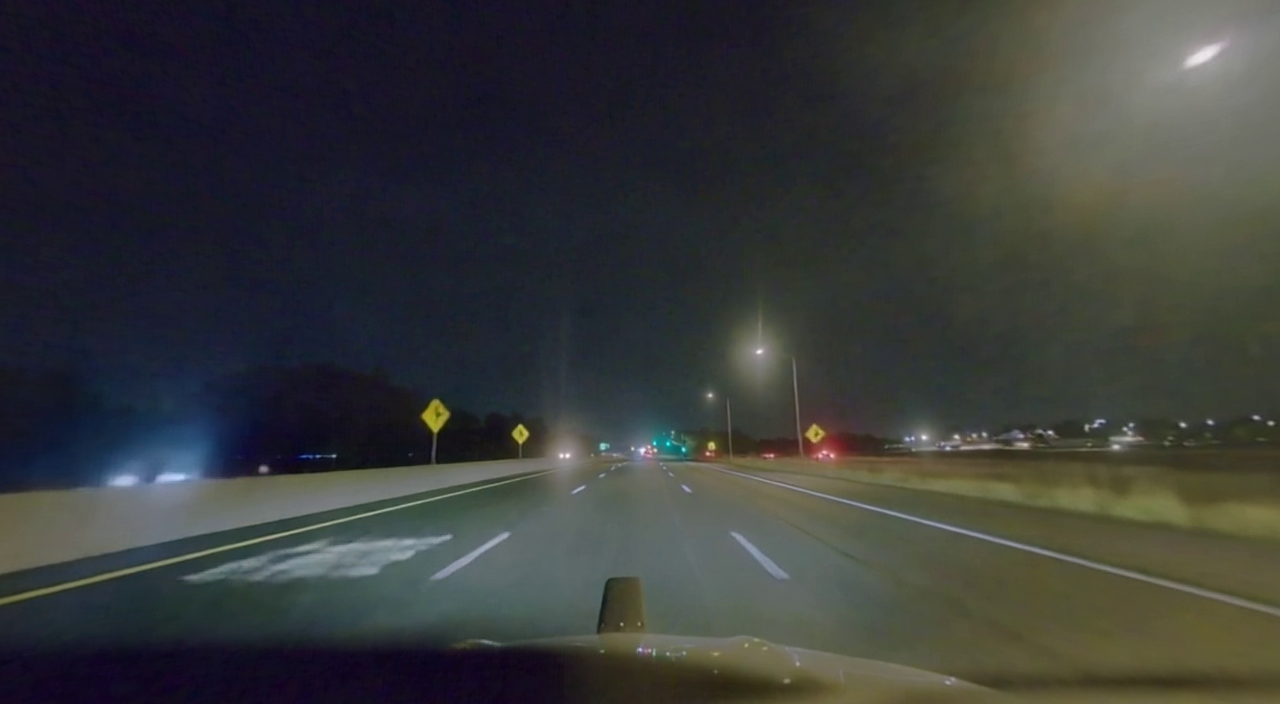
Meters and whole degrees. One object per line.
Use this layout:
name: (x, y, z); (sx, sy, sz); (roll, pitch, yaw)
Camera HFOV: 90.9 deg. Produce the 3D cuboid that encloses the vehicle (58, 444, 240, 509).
vehicle: (-15.795, 3.984, 20.715); (2.051, 1.861, 4.741); (0, -9, 1)
